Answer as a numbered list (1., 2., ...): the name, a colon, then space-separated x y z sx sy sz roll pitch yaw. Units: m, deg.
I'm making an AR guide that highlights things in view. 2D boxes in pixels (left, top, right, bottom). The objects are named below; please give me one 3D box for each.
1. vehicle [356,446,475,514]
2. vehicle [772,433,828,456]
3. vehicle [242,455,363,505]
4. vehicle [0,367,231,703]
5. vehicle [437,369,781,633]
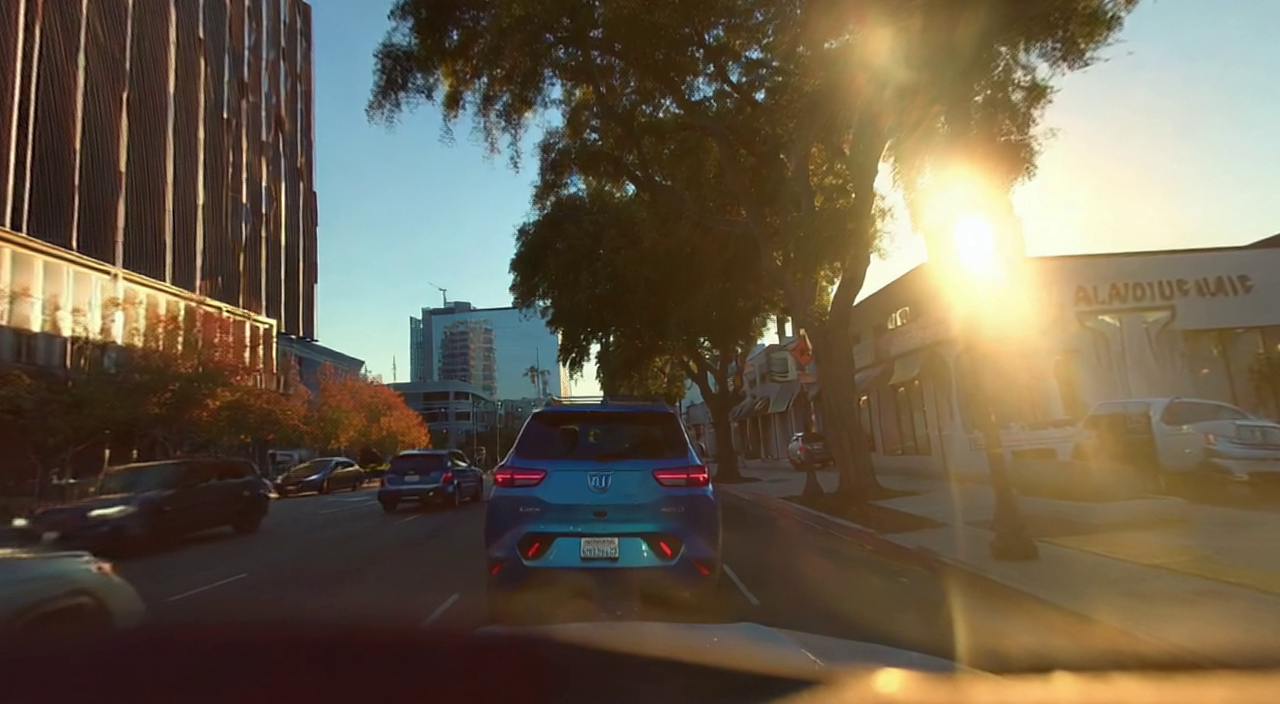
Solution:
1. vehicle: -5.473 3.123 16.025 1.876 1.448 4.464 1 -8 -7
2. vehicle: 10.383 6.008 40.855 1.877 1.416 3.965 -8 -12 40
3. vehicle: -11.904 4.502 22.730 1.913 1.487 4.700 0 -8 -2
4. vehicle: -3.256 0.756 1.325 1.971 1.658 4.428 0 -8 -3
5. vehicle: -0.327 1.407 6.961 2.531 1.930 4.382 0 -8 -3
